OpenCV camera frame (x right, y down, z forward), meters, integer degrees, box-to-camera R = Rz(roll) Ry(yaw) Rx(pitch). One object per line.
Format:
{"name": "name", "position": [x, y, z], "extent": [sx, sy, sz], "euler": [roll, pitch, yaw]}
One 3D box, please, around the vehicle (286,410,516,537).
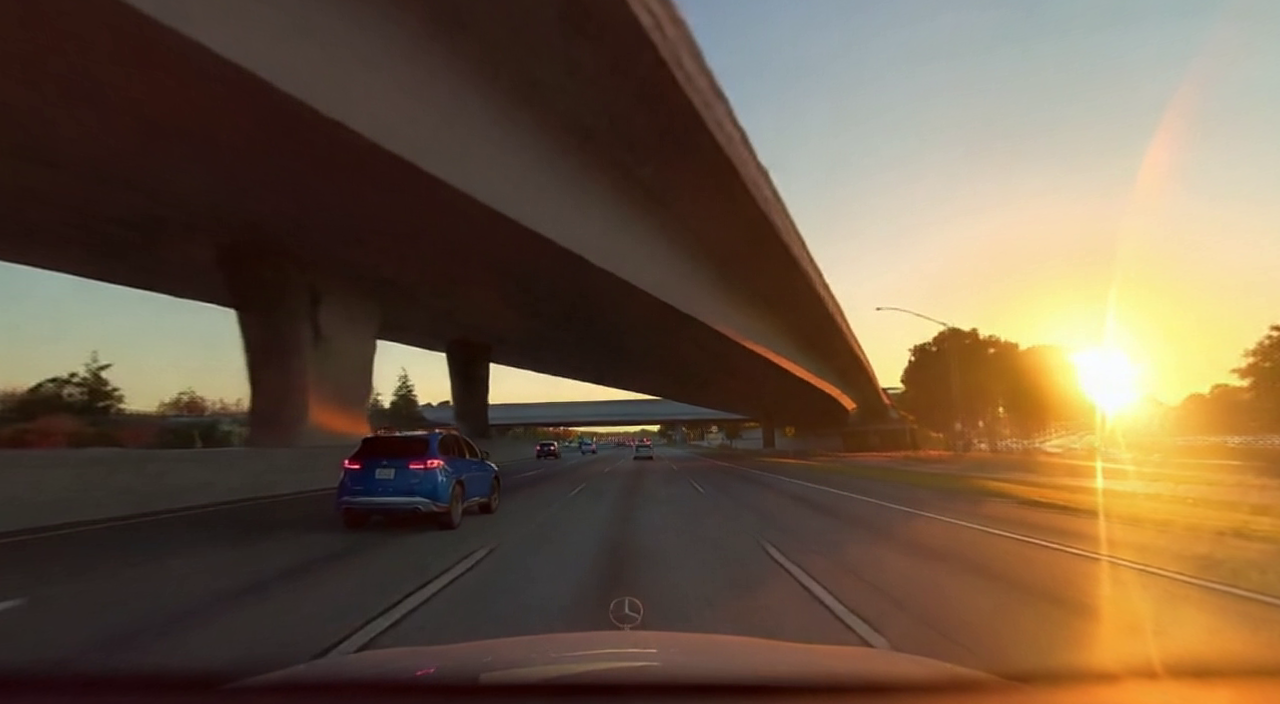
{"name": "vehicle", "position": [-3.785, 2.025, 11.087], "extent": [2.214, 1.759, 4.435], "euler": [-1, -8, 1]}

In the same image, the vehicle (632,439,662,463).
{"name": "vehicle", "position": [0.445, 7.011, 44.878], "extent": [2.023, 1.589, 4.030], "euler": [0, -8, 0]}
